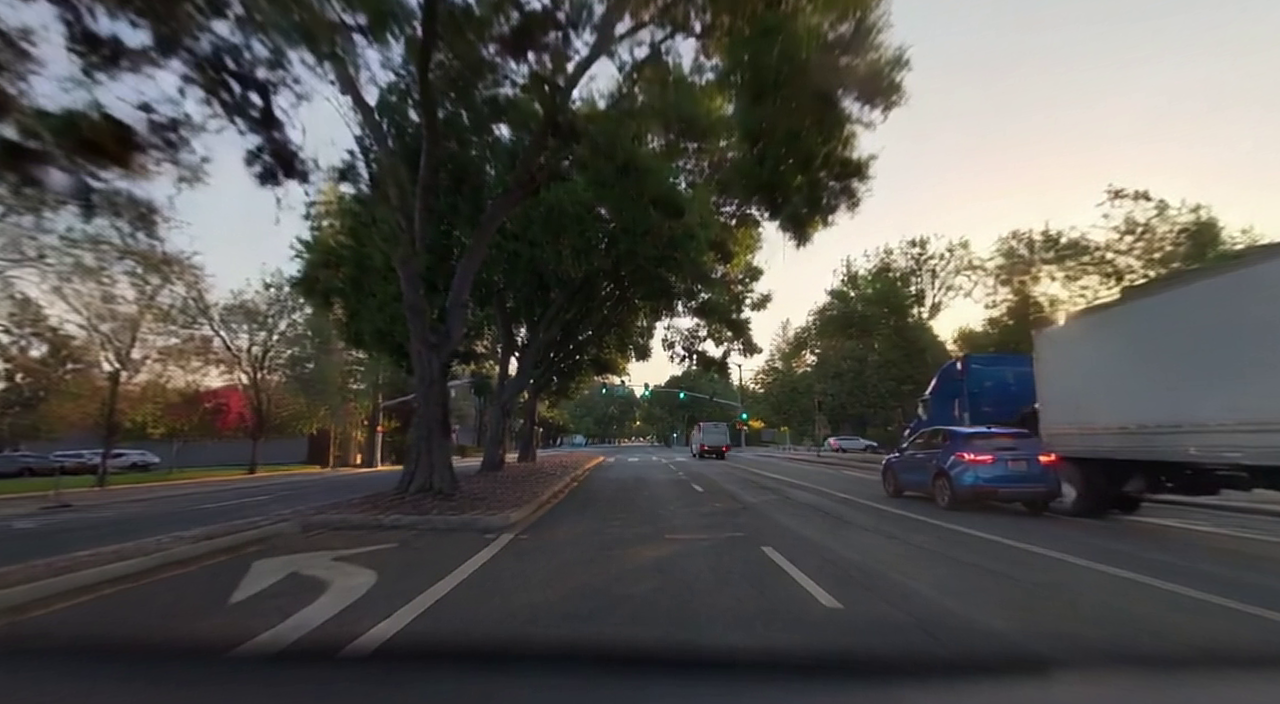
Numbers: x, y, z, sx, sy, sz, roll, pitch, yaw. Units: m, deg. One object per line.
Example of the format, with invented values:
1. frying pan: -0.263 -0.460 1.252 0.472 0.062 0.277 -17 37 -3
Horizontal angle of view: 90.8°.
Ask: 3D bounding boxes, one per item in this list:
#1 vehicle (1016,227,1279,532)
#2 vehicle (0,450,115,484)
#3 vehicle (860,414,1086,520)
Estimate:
1. vehicle: 10.376 0.033 6.261 2.975 4.201 17.050 0 -8 0
2. vehicle: -27.715 5.326 29.475 4.505 1.457 2.003 3 -9 -25
3. vehicle: 6.385 2.266 12.930 2.012 1.754 4.635 0 -8 -1
